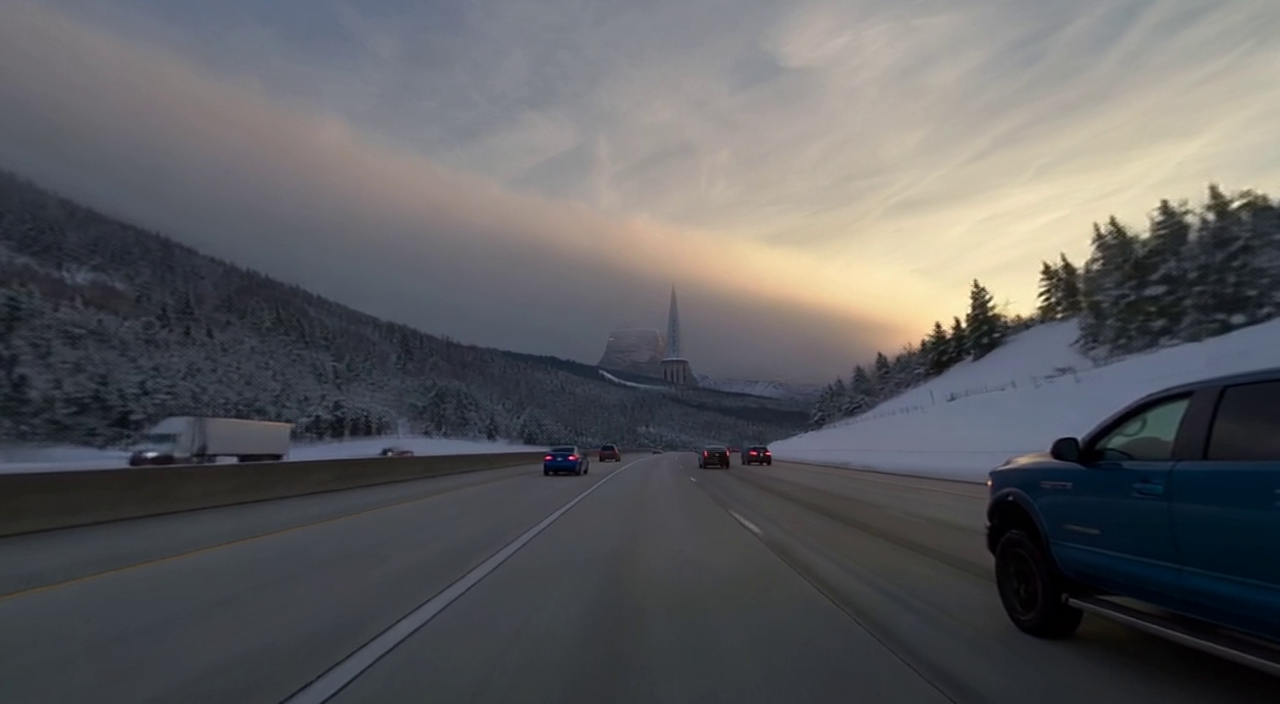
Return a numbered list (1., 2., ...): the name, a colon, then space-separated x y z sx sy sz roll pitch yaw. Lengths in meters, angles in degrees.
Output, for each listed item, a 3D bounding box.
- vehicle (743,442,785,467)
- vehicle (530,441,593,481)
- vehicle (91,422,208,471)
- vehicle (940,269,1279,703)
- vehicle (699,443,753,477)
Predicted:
1. vehicle: 8.425 7.021 43.379 1.986 1.633 4.430 0 -8 0
2. vehicle: -3.440 4.891 28.627 2.113 1.636 4.494 -1 -8 2
3. vehicle: -37.983 7.357 49.227 2.942 3.519 7.227 -1 -8 3
4. vehicle: 3.421 0.666 2.360 2.098 1.925 5.171 0 -8 1
5. vehicle: 4.091 5.216 30.738 2.046 1.471 4.333 0 -8 0
